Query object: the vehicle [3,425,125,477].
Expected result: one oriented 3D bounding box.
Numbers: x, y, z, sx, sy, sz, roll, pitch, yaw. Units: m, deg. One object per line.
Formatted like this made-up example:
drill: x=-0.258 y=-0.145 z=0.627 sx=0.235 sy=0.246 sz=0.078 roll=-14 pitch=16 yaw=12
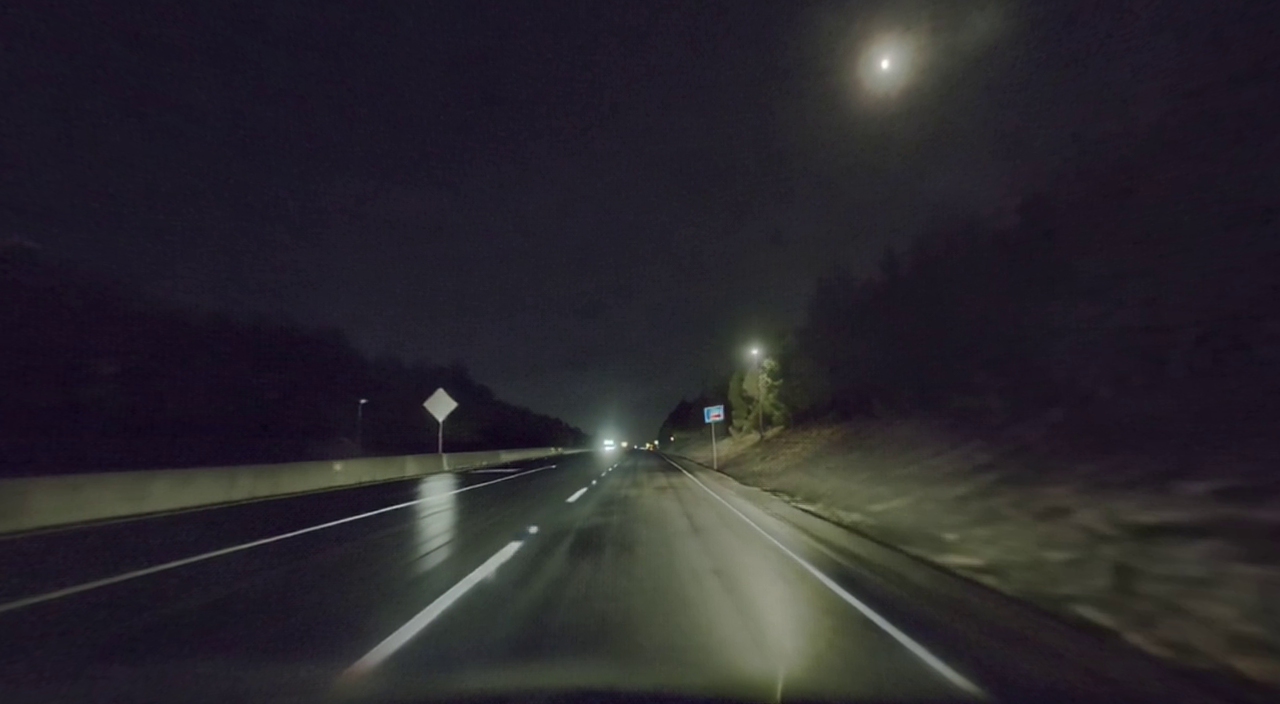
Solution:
vehicle: x=-43.368 y=7.460 z=47.695 sx=2.985 sy=3.593 sz=6.643 roll=1 pitch=-8 yaw=-3
